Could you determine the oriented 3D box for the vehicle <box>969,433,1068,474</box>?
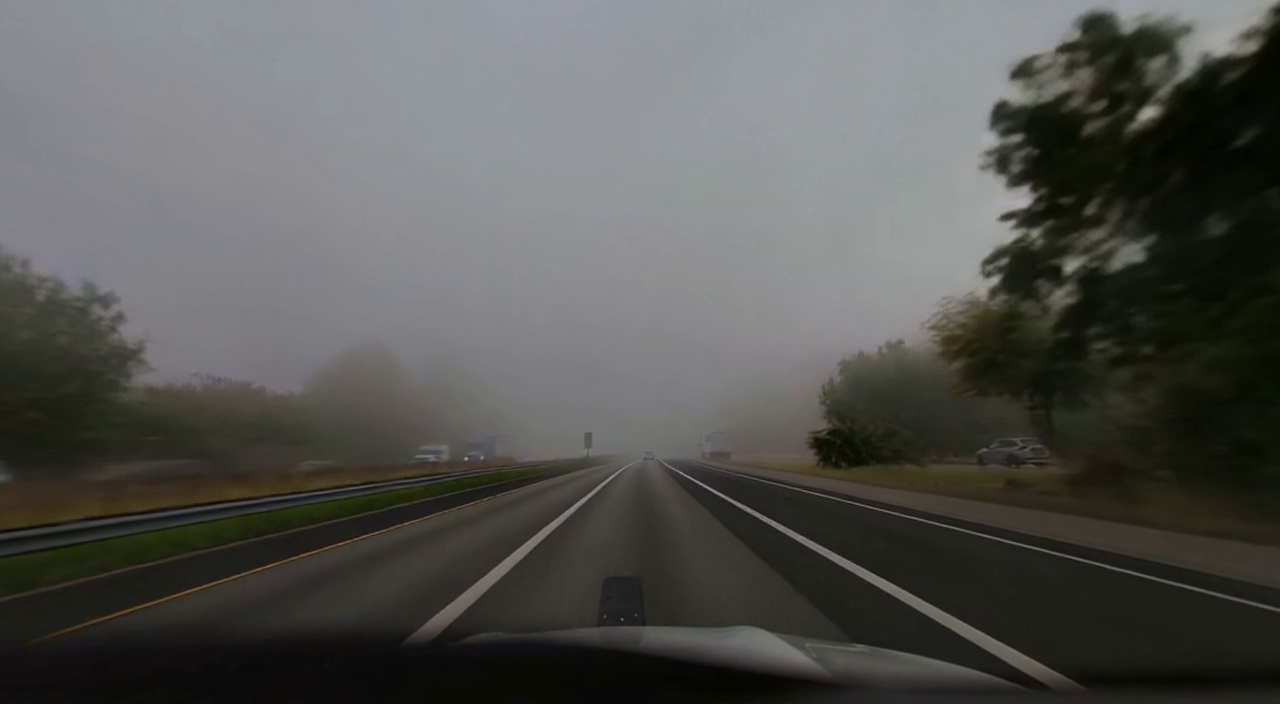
[{"bbox_3d":[18.088,4.889,30.341,2.038,1.823,3.744,1,-9,-8],"label":"vehicle"}]
